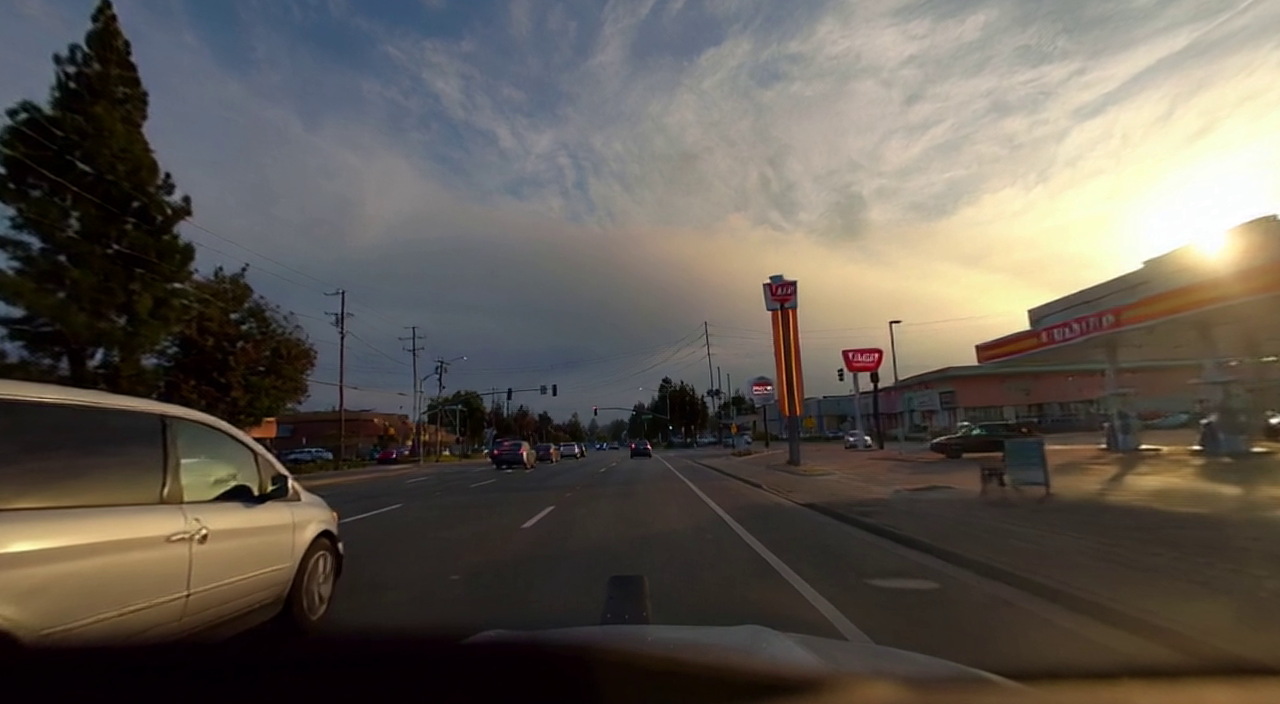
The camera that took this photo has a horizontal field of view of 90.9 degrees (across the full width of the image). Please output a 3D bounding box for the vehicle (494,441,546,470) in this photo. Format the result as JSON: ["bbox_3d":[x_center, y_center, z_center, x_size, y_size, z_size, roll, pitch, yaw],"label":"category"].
[{"bbox_3d":[-6.498,5.637,34.554,1.960,1.468,4.345,0,-8,1],"label":"vehicle"}]

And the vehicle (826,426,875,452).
[{"bbox_3d":[16.186,6.738,48.650,2.116,1.849,4.806,0,-8,0],"label":"vehicle"}]

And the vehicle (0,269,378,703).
[{"bbox_3d":[-3.190,0.751,2.648,2.190,1.844,4.751,0,-8,-1],"label":"vehicle"}]

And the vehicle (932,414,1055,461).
[{"bbox_3d":[16.125,3.986,29.264,2.178,1.911,5.852,-1,-8,-2],"label":"vehicle"}]
